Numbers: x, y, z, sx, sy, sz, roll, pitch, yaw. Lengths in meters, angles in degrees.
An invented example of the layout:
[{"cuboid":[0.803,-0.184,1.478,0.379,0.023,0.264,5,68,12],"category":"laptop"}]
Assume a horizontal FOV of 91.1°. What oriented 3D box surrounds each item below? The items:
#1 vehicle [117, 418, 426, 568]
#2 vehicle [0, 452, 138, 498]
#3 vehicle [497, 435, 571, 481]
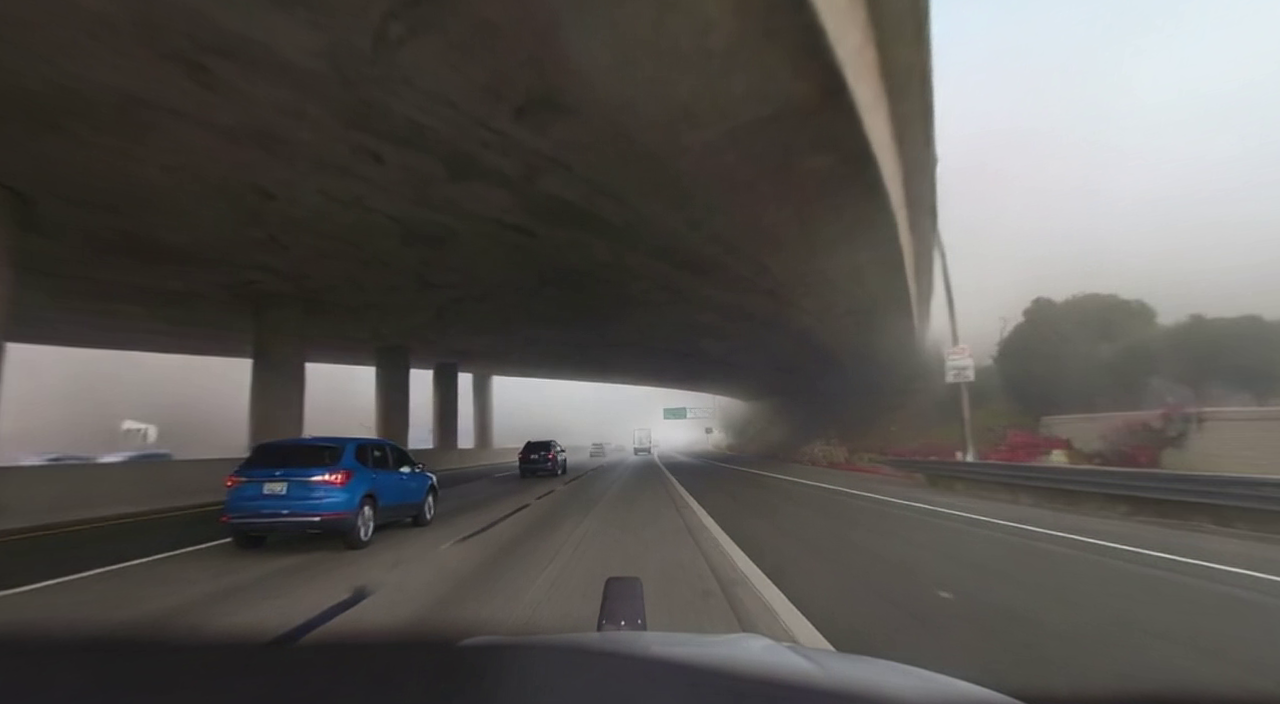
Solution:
[{"cuboid":[-4.747,1.843,8.953,1.969,1.633,3.962,0,-8,0],"category":"vehicle"},{"cuboid":[-20.470,4.280,22.231,1.848,1.427,4.202,0,-8,1],"category":"vehicle"},{"cuboid":[-4.164,4.239,25.364,2.154,1.693,4.394,0,-8,1],"category":"vehicle"}]
